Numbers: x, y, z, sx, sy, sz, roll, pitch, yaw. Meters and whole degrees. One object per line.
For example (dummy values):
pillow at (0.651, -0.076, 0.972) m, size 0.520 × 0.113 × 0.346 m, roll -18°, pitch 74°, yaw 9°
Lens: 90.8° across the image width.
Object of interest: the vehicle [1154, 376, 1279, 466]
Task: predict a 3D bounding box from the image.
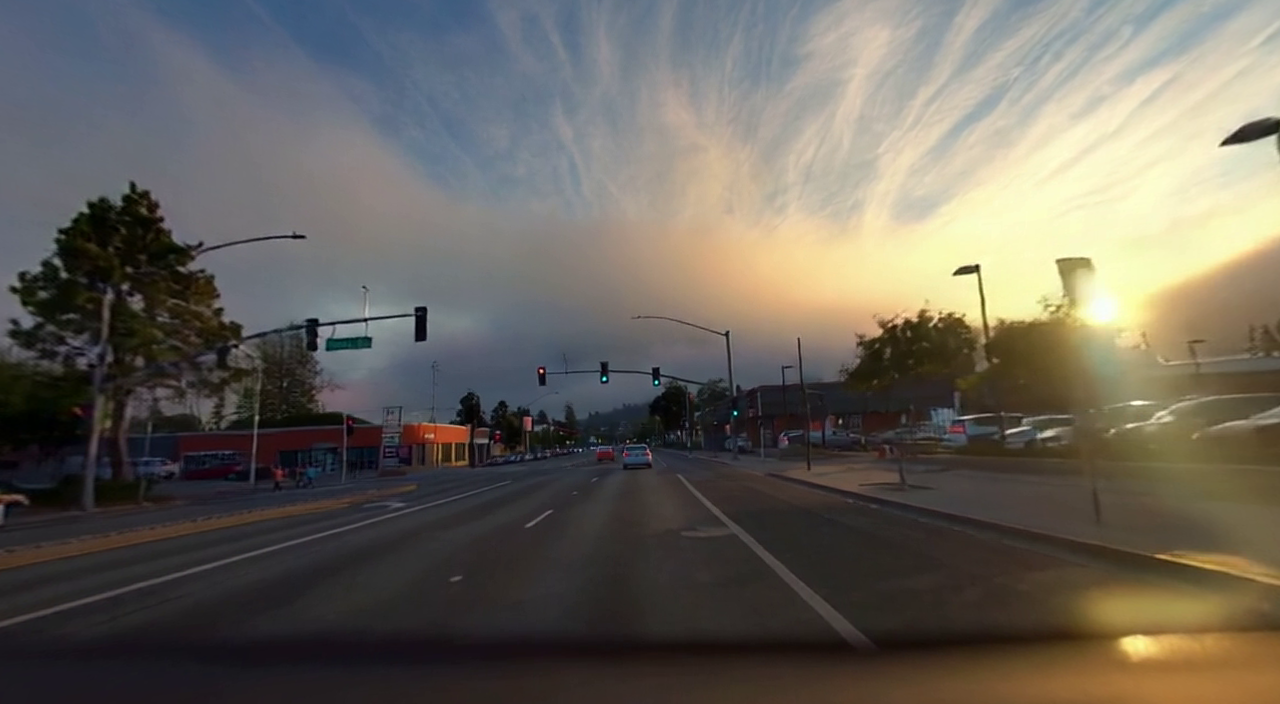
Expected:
vehicle at (12.922, 1.346, 12.007) m, size 4.466 × 1.553 × 2.060 m, roll 0°, pitch -9°, yaw -1°

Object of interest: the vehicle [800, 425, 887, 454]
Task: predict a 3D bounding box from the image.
vehicle at (13.196, 5.699, 41.229) m, size 4.852 × 1.805 × 2.155 m, roll 0°, pitch -9°, yaw -2°

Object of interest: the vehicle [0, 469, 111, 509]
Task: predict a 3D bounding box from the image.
vehicle at (-26.033, 5.886, 27.259) m, size 2.007 × 1.466 × 4.543 m, roll -8°, pitch -11°, yaw 40°

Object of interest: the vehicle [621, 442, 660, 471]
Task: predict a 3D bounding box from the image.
vehicle at (0.022, 5.666, 34.474) m, size 1.977 × 1.451 × 4.032 m, roll 0°, pitch -9°, yaw 0°
